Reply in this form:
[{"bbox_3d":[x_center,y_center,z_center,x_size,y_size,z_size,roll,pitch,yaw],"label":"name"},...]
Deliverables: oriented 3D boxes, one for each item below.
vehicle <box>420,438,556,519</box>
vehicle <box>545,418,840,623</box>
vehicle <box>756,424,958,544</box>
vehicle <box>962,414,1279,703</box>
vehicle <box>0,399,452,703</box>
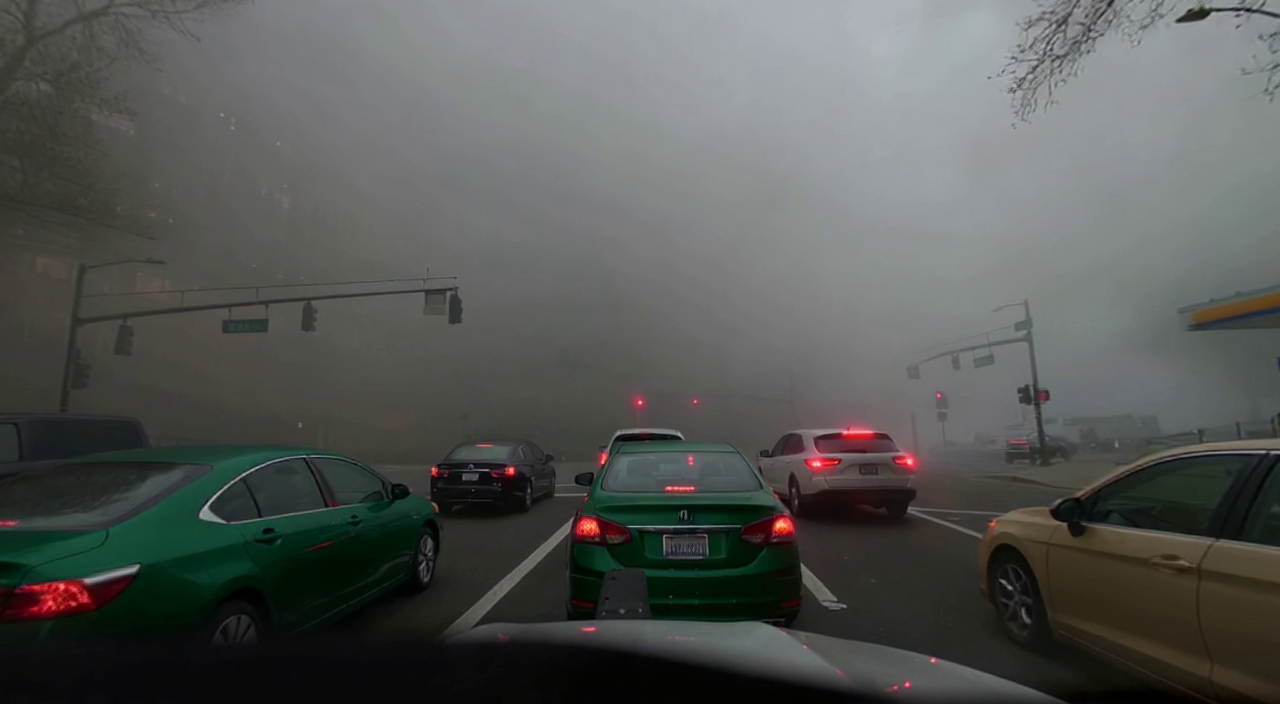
[{"bbox_3d":[-3.070,2.645,13.713,1.867,1.474,4.237,0,-9,0],"label":"vehicle"},{"bbox_3d":[0.335,1.590,6.959,2.220,1.507,4.317,0,-9,-2],"label":"vehicle"},{"bbox_3d":[3.371,2.126,10.781,1.947,1.630,4.127,0,-9,0],"label":"vehicle"},{"bbox_3d":[4.173,1.138,3.634,1.950,1.497,4.686,0,-9,-3],"label":"vehicle"},{"bbox_3d":[-3.007,1.257,4.628,1.887,1.493,4.255,0,-9,1],"label":"vehicle"}]
